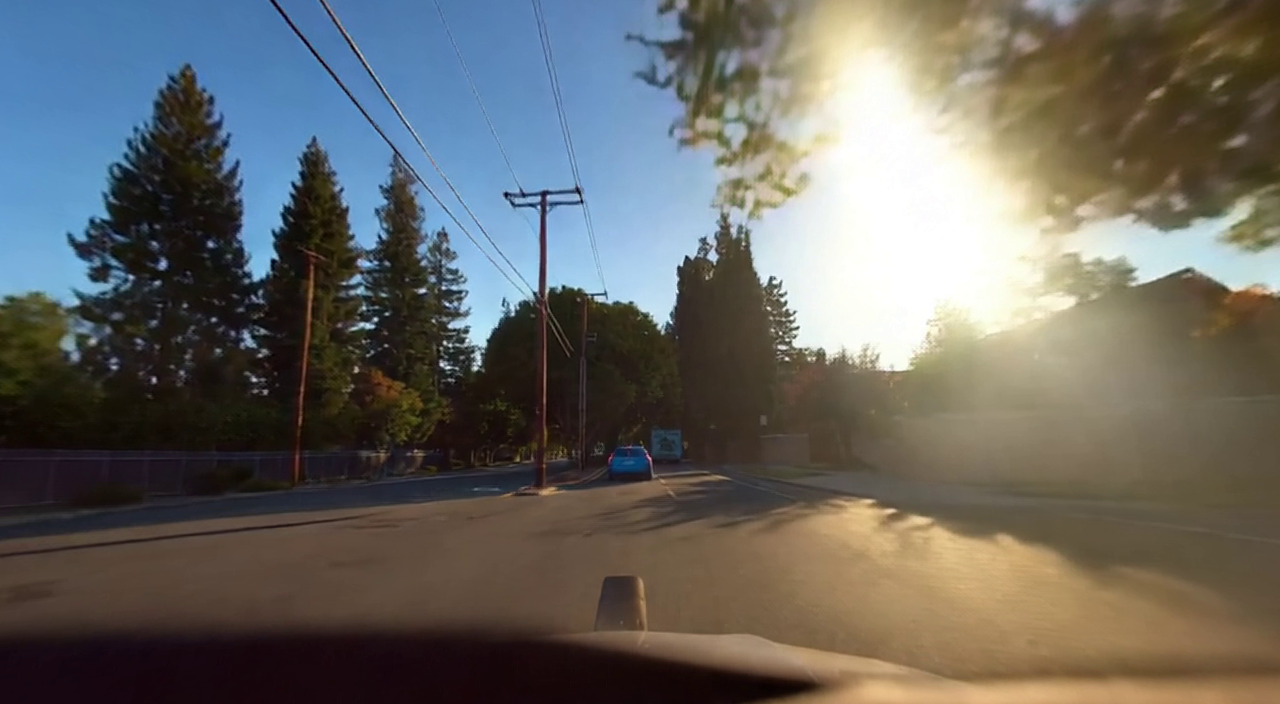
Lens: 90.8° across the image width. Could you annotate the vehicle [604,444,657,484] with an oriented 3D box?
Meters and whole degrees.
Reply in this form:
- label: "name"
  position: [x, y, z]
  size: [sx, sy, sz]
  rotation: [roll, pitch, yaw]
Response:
- label: "vehicle"
  position: [-0.401, 4.574, 26.239]
  size: [2.018, 1.511, 3.993]
  rotation: [0, -8, -1]
